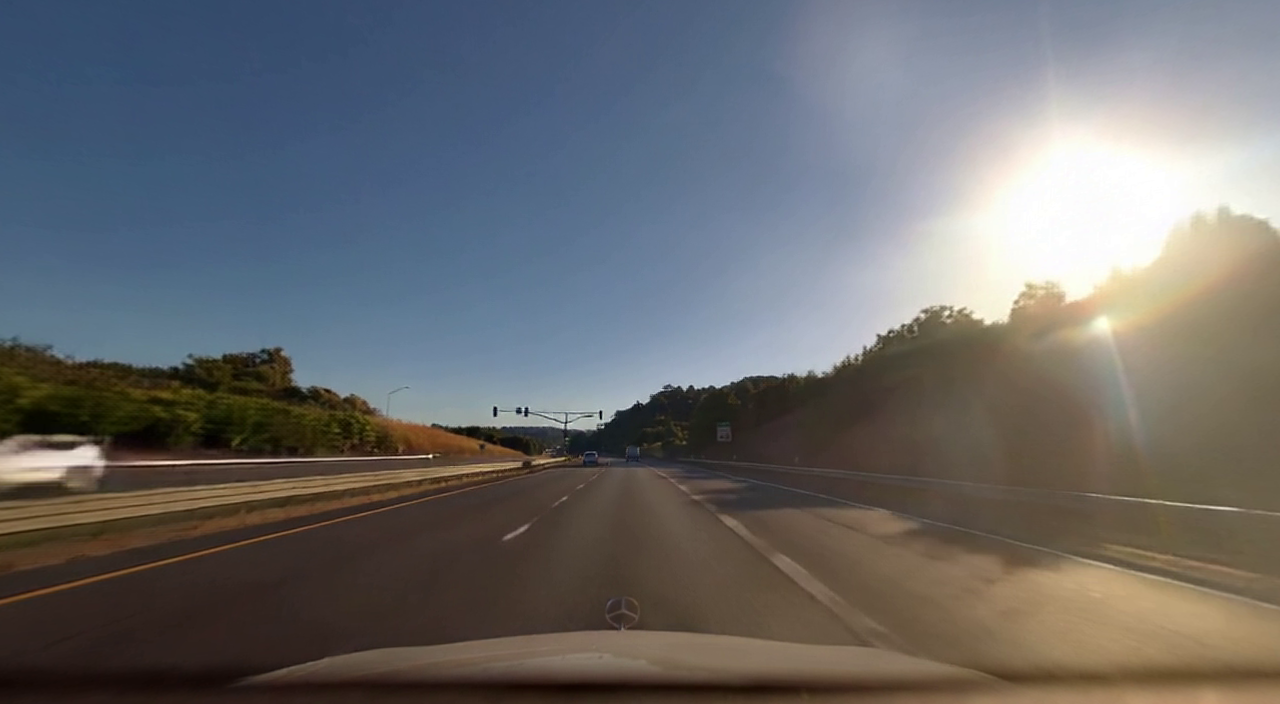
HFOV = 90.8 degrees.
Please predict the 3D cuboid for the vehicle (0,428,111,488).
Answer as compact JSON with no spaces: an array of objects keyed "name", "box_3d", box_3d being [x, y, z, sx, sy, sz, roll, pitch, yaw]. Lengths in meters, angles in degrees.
[{"name":"vehicle","box_3d":[-17.732,2.985,17.778,1.840,1.556,4.355,0,-9,0]}]
